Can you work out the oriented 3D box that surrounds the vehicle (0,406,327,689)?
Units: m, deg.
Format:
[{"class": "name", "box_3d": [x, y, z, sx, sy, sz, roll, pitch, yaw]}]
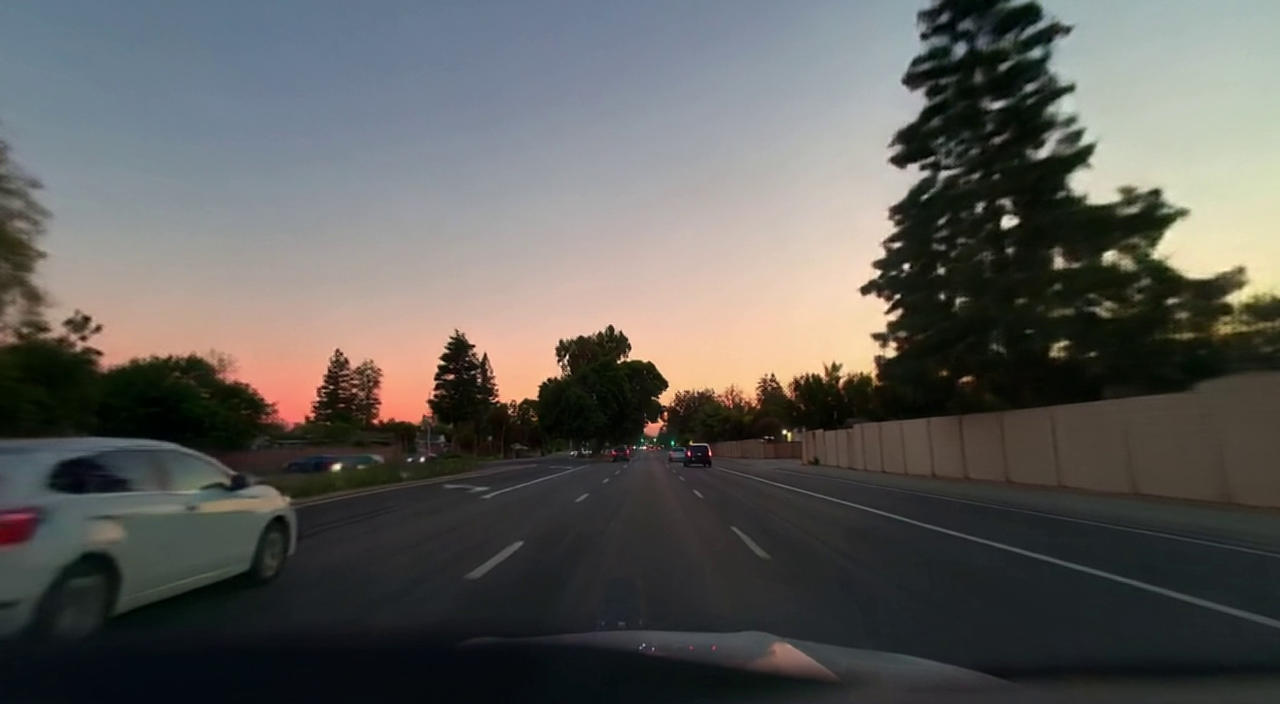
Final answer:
[{"class": "vehicle", "box_3d": [-4.531, 1.298, 5.000, 1.966, 1.524, 4.410, 0, -8, -2]}]

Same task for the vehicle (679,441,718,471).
[{"class": "vehicle", "box_3d": [3.737, 6.736, 41.086, 2.114, 1.780, 4.445, 0, -8, 0]}]
